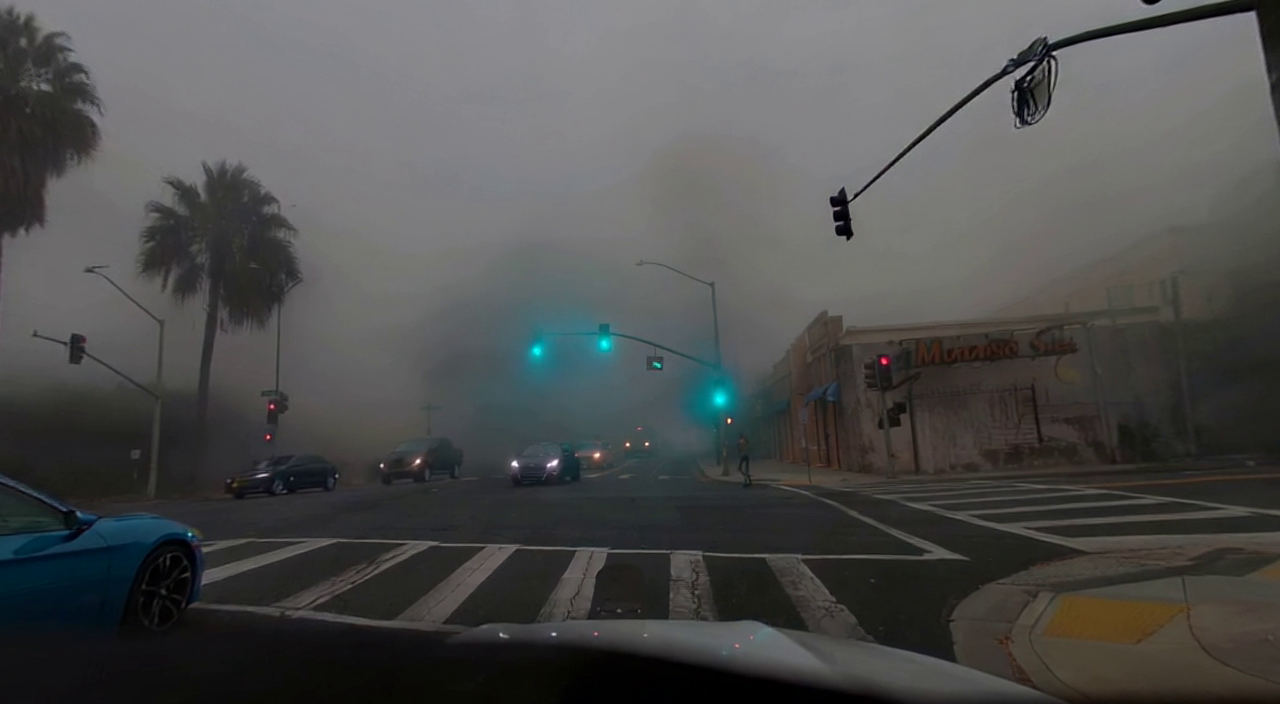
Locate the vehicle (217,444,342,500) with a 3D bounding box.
[{"bbox_3d":[-13.135,4.394,23.398,1.870,1.705,4.426,-6,-10,3],"label":"vehicle"}]

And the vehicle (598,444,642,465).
[{"bbox_3d":[-1.534,7.992,49.582,2.181,1.549,4.345,-3,-9,17],"label":"vehicle"}]

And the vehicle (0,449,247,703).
[{"bbox_3d":[-3.697,1.018,2.242,1.850,1.325,4.295,0,-9,0],"label":"vehicle"}]

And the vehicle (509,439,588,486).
[{"bbox_3d":[-3.361,3.889,22.493,1.839,1.468,4.549,3,-9,-20],"label":"vehicle"}]

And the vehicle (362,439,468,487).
[{"bbox_3d":[-9.294,4.676,26.750,2.050,1.792,5.507,-1,-9,5],"label":"vehicle"}]
